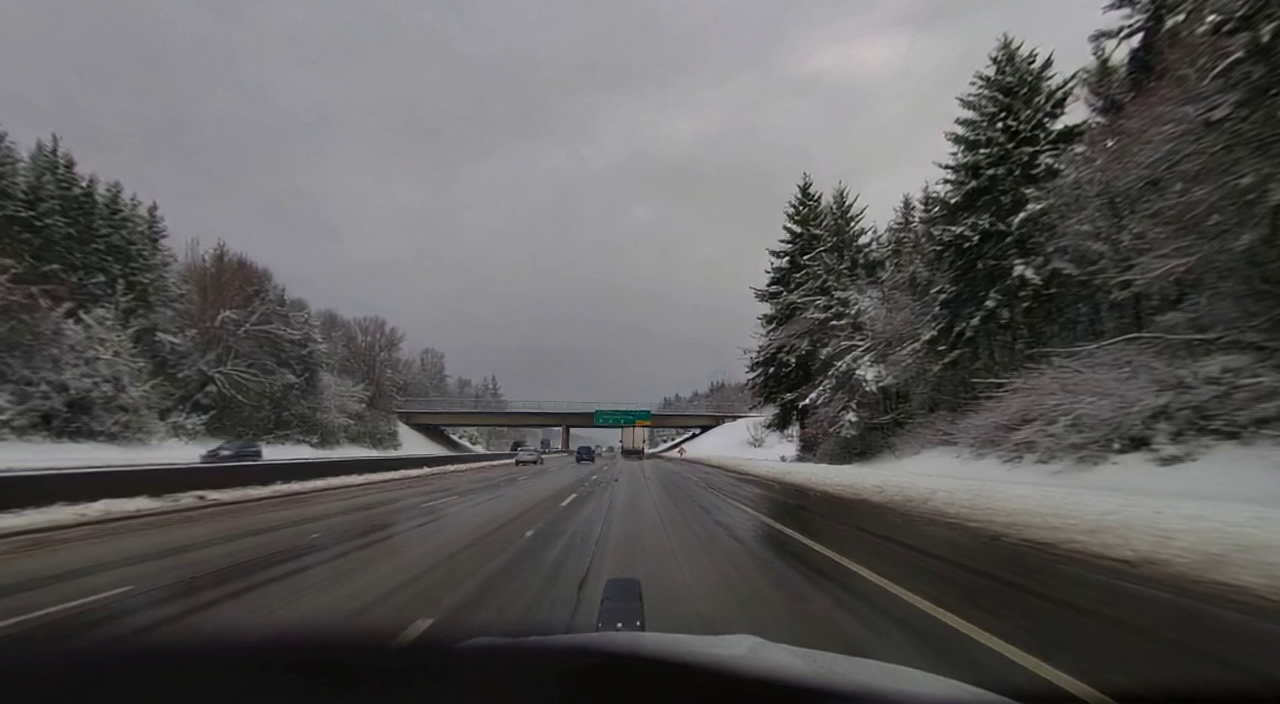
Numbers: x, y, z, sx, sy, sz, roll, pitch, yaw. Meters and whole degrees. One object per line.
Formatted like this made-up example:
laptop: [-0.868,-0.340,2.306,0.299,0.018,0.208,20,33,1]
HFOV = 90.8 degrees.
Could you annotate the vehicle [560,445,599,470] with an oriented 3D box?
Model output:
vehicle: [-3.739,6.610,39.596,2.073,1.472,4.091,0,-9,-1]

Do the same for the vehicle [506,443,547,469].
vehicle: [-7.447,6.843,41.760,2.014,1.633,4.090,0,-9,0]
